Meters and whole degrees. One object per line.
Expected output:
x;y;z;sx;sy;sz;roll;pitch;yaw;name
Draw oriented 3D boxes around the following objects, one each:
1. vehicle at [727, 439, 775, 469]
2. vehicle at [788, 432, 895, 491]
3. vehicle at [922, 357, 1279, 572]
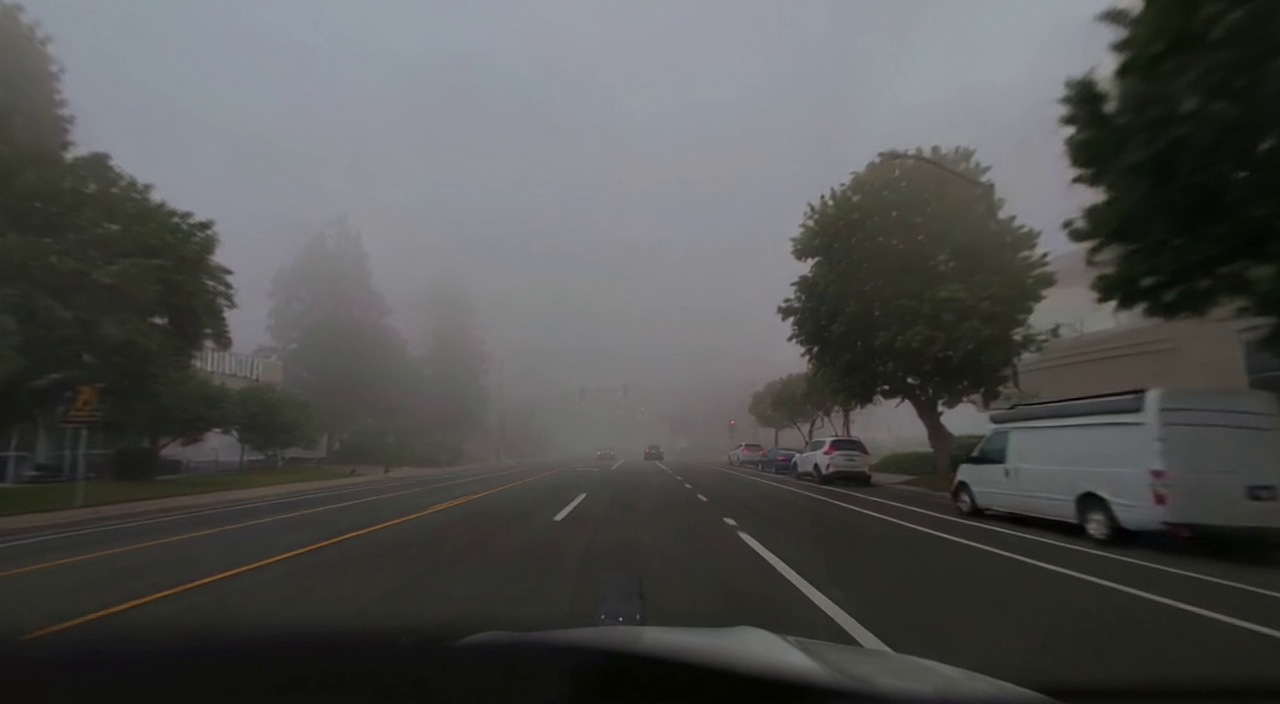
7.078;6.572;40.864;2.132;1.793;5.003;0;-8;-1;vehicle
7.082;3.902;22.841;2.088;1.848;4.936;-1;-9;-2;vehicle
7.173;1.701;10.217;2.323;2.433;5.901;0;-8;-1;vehicle
